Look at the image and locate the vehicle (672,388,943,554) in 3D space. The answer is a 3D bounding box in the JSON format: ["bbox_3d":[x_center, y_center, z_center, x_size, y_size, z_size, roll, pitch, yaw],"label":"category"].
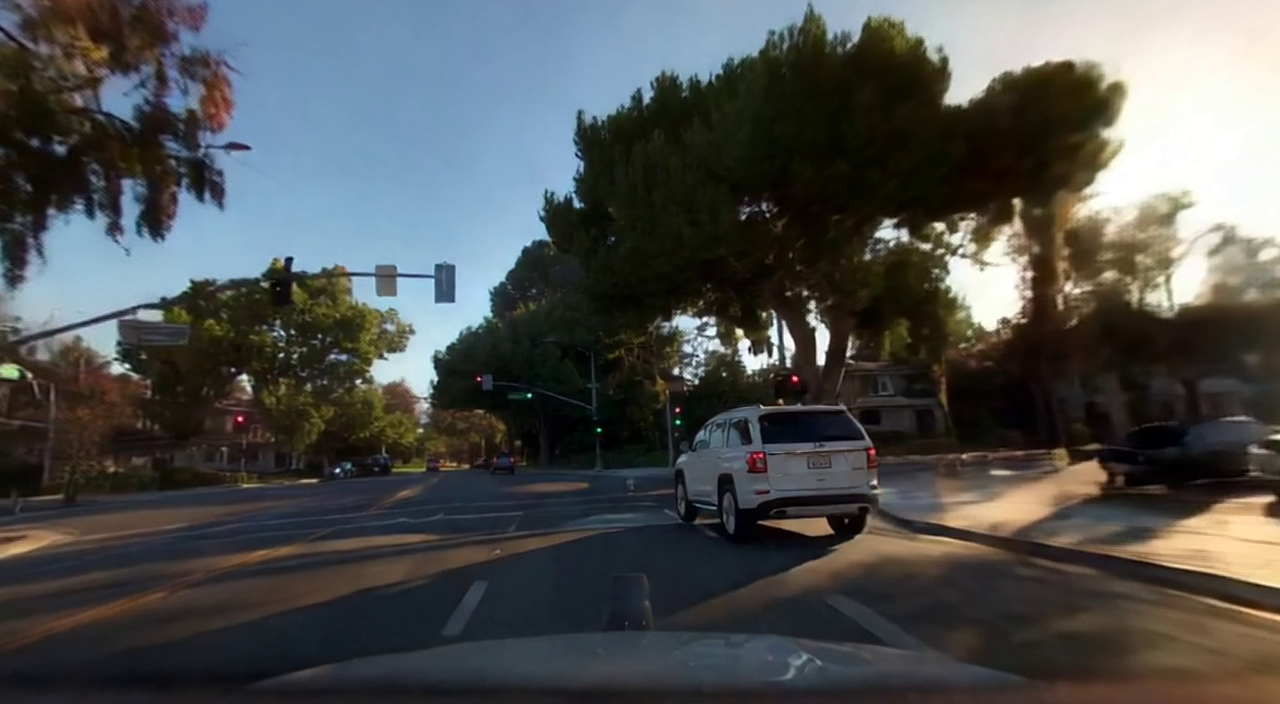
[{"bbox_3d":[2.311,1.914,10.889,2.338,2.063,5.592,1,-9,-10],"label":"vehicle"}]

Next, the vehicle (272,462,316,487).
[{"bbox_3d":[-25.208,8.927,46.042,1.955,1.509,4.640,-1,-8,-18],"label":"vehicle"}]

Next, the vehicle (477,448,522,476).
[{"bbox_3d":[-9.277,7.156,41.332,2.138,1.729,4.178,3,-9,-22],"label":"vehicle"}]

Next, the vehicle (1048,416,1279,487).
[{"bbox_3d":[12.385,2.361,15.044,3.823,1.527,1.986,-1,-9,1],"label":"vehicle"}]
